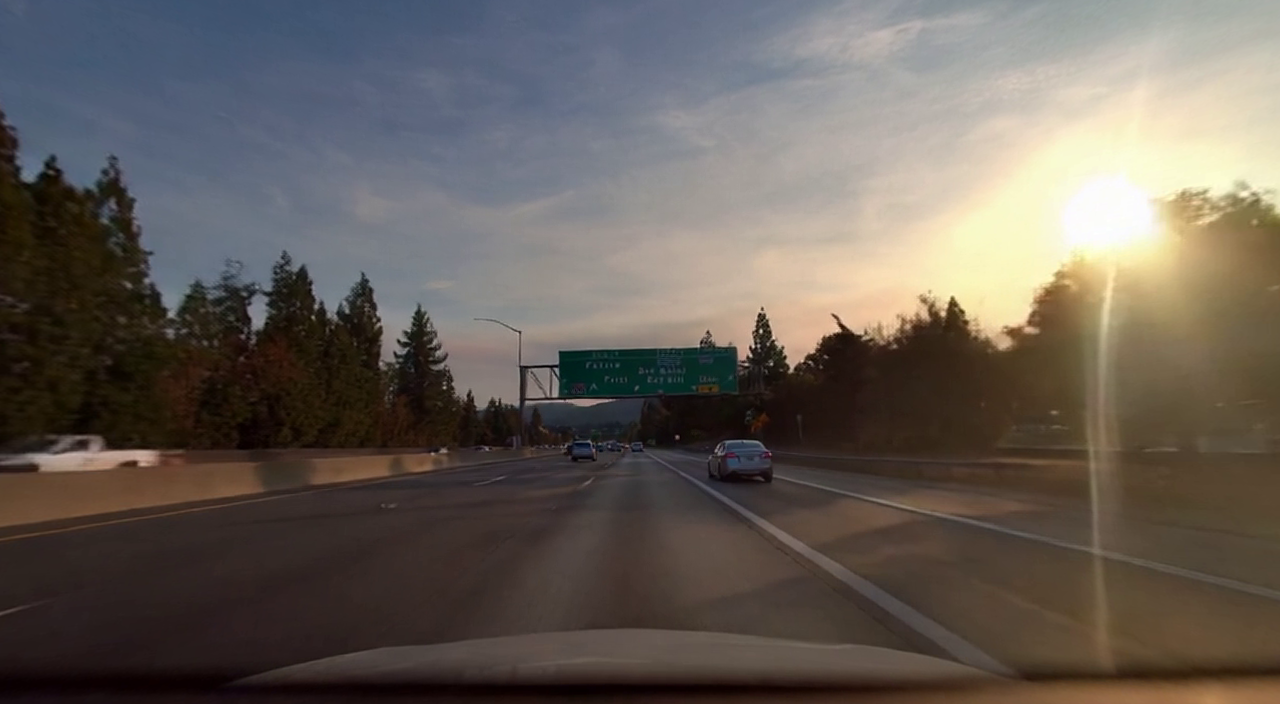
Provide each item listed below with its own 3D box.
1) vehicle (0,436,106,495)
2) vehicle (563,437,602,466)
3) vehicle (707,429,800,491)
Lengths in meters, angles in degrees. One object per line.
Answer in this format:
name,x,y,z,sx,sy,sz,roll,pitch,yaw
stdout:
vehicle,-21.489,3.857,21.729,2.123,1.862,4.696,0,-9,-1
vehicle,-3.770,6.605,42.072,2.173,1.793,4.564,0,-9,0
vehicle,3.438,3.377,19.965,2.053,1.714,4.097,0,-9,-1
